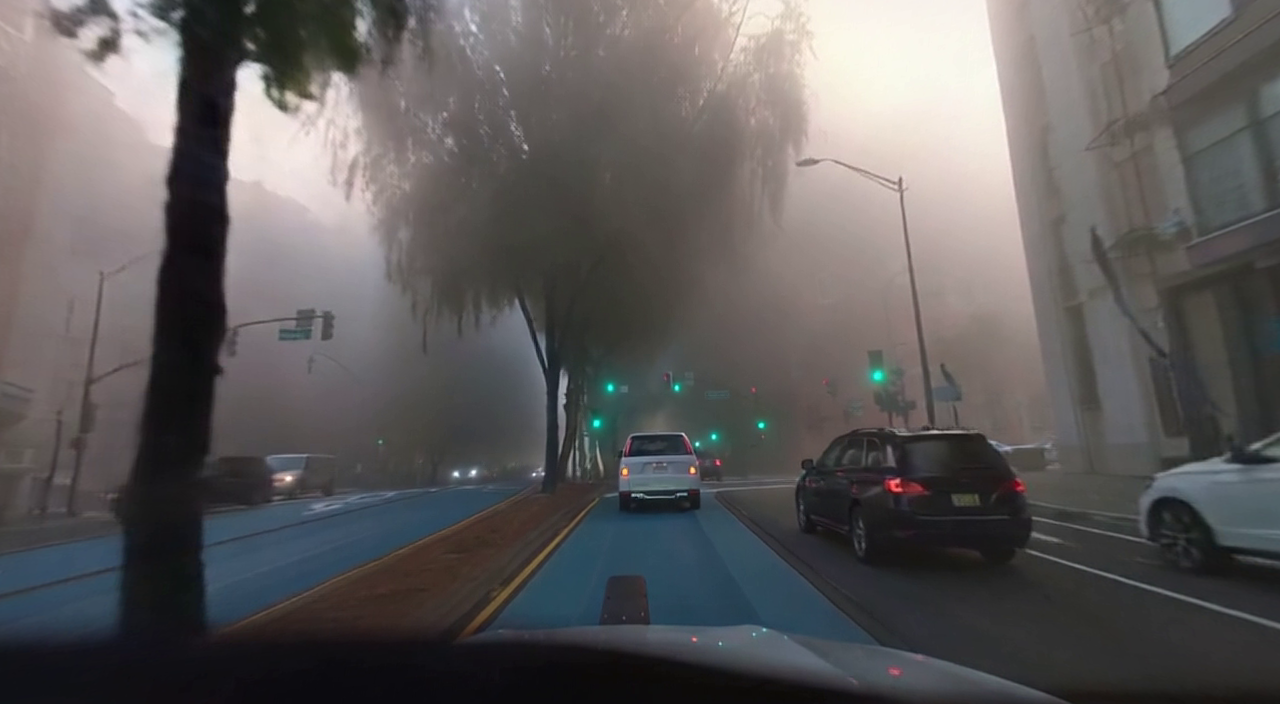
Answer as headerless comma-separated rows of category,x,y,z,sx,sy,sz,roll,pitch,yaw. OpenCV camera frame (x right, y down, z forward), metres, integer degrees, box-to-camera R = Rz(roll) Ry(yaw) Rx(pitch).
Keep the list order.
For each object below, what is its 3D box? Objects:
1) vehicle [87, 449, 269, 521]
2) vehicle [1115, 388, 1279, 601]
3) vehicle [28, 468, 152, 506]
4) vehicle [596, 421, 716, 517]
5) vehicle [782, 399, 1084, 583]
vehicle,-13.798,3.937,19.290,1.914,1.889,4.585,-1,-9,2
vehicle,6.449,1.123,4.792,2.066,1.790,4.663,0,-9,1
vehicle,-29.015,7.113,33.400,4.558,1.818,2.120,0,-9,1
vehicle,0.313,2.489,13.780,2.209,1.748,4.130,0,-9,1
vehicle,3.286,1.646,8.176,1.939,1.746,4.091,0,-9,1
